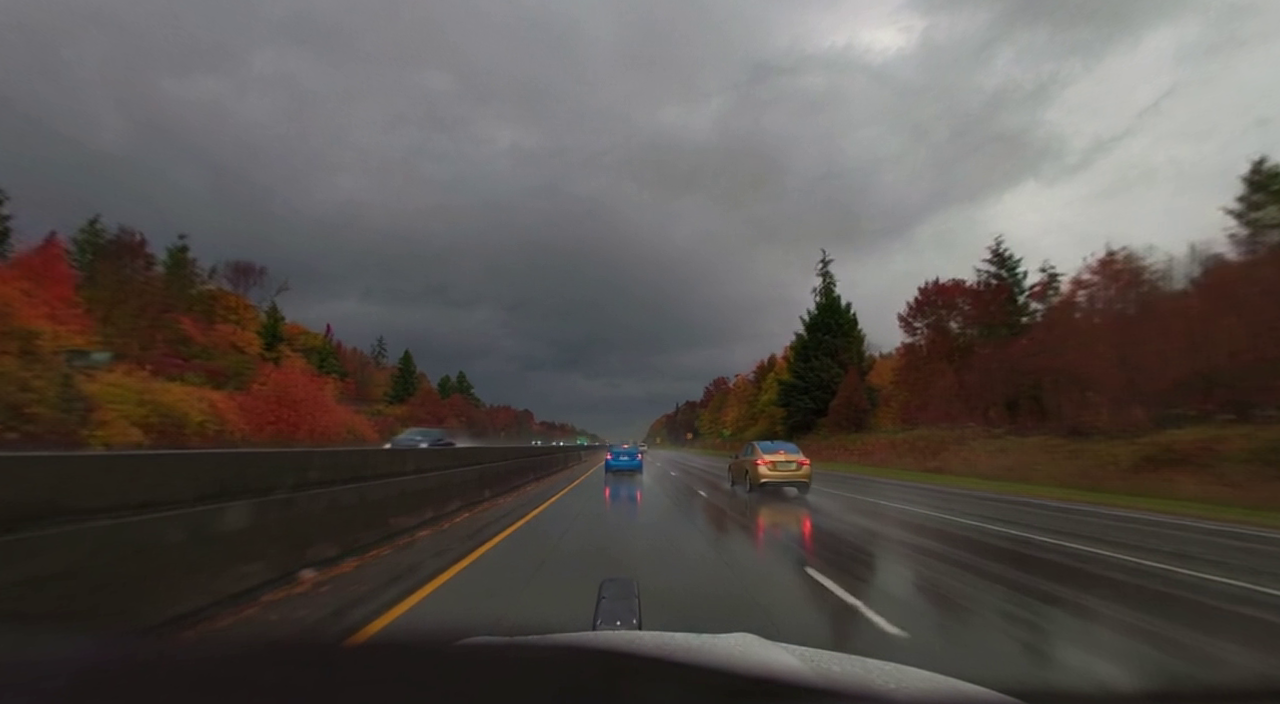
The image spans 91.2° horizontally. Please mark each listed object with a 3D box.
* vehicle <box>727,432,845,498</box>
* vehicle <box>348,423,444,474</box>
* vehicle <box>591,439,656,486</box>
[{"bbox_3d":[3.912,3.135,17.649,2.300,1.595,4.144,-1,-9,0],"label":"vehicle"},{"bbox_3d":[-9.503,3.840,24.871,2.086,1.802,4.337,0,-9,-1],"label":"vehicle"},{"bbox_3d":[-0.556,3.956,22.730,2.128,1.516,4.410,0,-9,0],"label":"vehicle"}]
